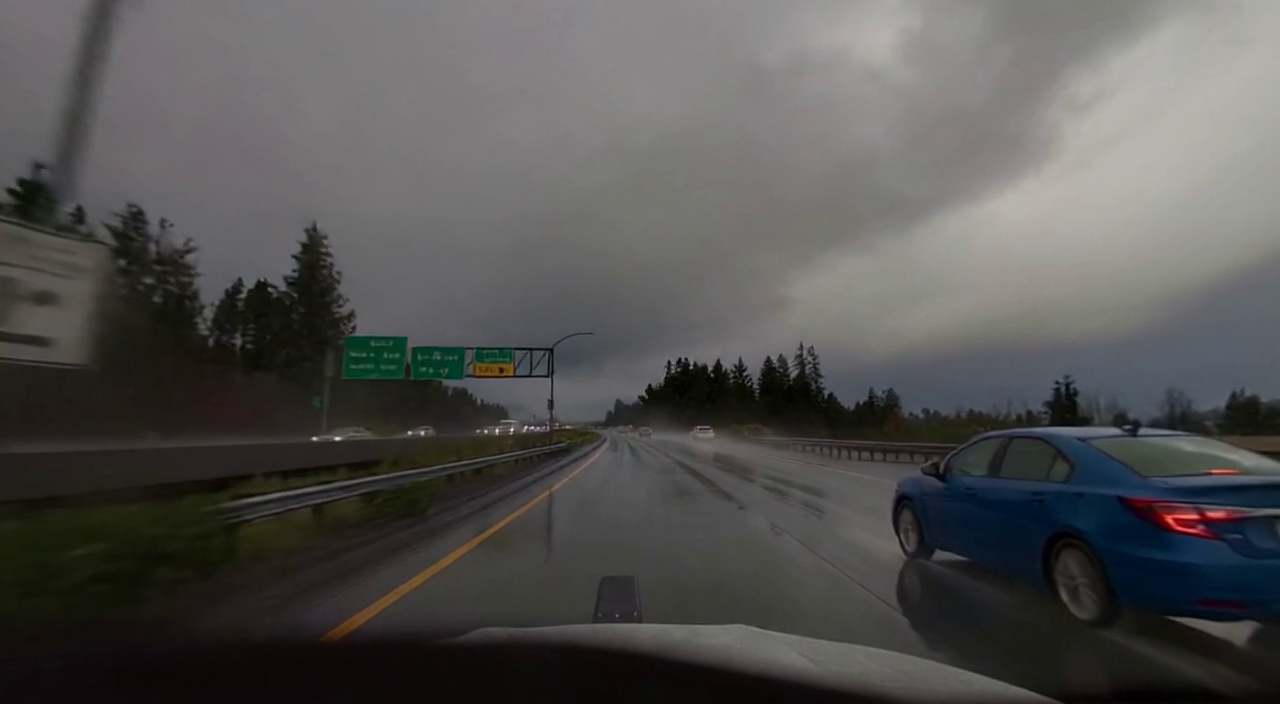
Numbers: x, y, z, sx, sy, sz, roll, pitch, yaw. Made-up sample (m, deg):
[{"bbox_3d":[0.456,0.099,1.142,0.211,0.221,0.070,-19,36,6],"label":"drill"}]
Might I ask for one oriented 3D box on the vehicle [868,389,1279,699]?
[{"bbox_3d":[3.653,1.179,5.123,1.977,1.443,4.225,0,-8,-1],"label":"vehicle"}]
